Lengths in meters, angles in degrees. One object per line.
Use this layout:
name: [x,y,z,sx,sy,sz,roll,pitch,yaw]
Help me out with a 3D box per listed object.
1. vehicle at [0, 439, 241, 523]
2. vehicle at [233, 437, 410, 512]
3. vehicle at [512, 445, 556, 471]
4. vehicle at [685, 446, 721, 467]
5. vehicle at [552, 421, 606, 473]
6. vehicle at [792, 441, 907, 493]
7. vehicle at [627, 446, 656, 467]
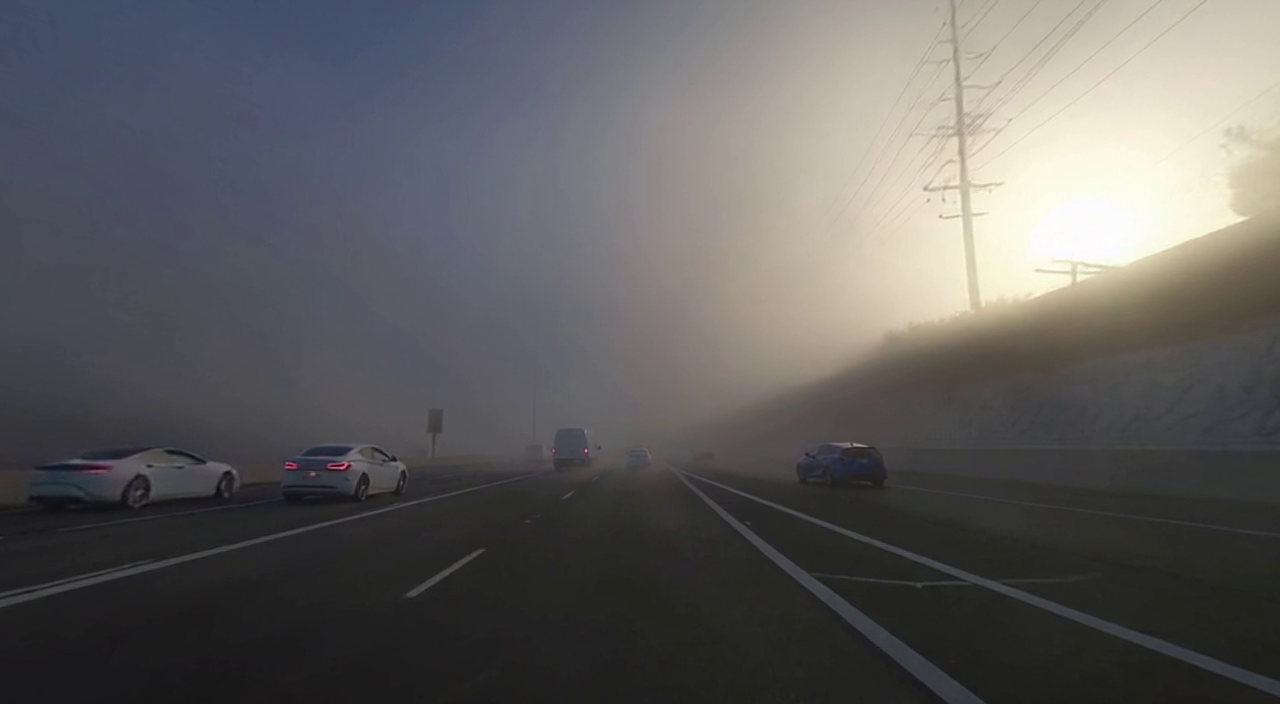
vehicle: [-11.109,2.688,13.689,2.009,1.513,4.304,0,-9,0]
vehicle: [-7.429,2.887,15.339,1.967,1.525,4.458,0,-9,0]
vehicle: [-6.635,6.668,39.821,1.944,1.490,4.442,0,-9,1]
vehicle: [4.605,7.716,46.677,2.095,1.504,4.536,0,-9,-1]
vehicle: [-3.313,5.388,35.605,2.395,2.660,5.827,0,-9,1]
vehicle: [6.502,3.604,20.103,2.052,1.470,4.364,0,-9,-2]
vehicle: [0.083,7.784,47.192,2.084,1.492,4.137,0,-9,-1]
